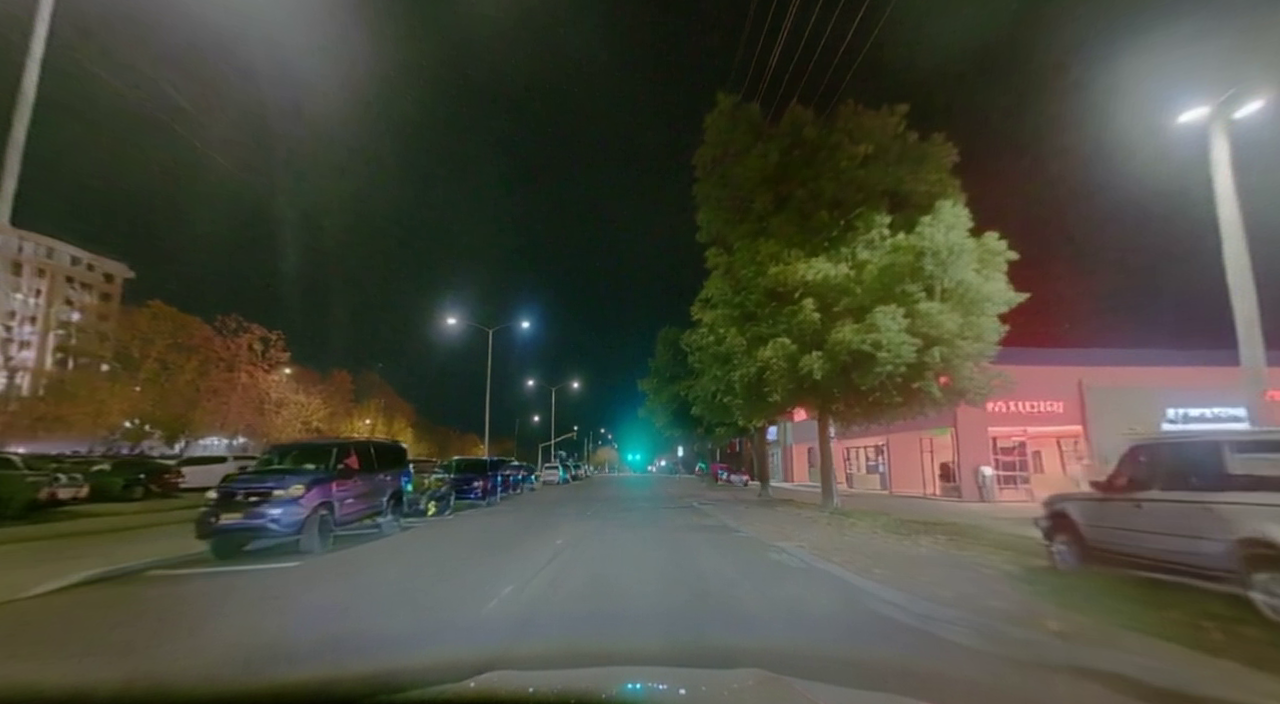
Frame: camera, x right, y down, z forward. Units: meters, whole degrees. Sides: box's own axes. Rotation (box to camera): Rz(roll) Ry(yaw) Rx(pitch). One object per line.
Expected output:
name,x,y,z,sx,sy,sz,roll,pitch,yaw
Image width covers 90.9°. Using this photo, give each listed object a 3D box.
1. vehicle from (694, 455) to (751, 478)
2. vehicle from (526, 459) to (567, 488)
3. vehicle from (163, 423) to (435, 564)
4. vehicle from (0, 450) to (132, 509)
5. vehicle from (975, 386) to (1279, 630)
vehicle,6.451,9.024,49.481,4.193,1.665,1.924,1,-11,-1
vehicle,-5.705,7.530,39.086,1.832,1.623,4.424,1,-11,0
vehicle,-5.843,2.567,11.959,2.196,2.001,5.548,1,-11,-3
vehicle,-16.548,3.488,17.353,3.578,1.455,1.734,-2,-9,1
vehicle,5.724,1.470,6.297,2.054,1.779,4.650,1,-11,-1
